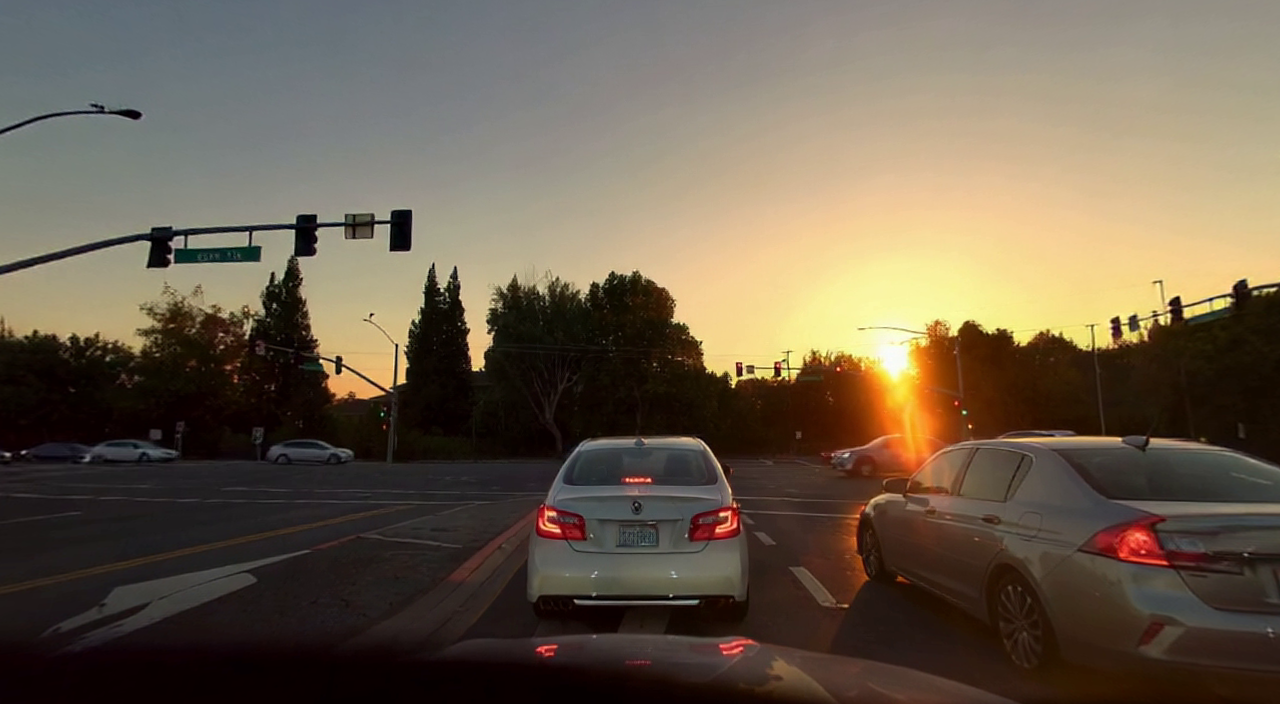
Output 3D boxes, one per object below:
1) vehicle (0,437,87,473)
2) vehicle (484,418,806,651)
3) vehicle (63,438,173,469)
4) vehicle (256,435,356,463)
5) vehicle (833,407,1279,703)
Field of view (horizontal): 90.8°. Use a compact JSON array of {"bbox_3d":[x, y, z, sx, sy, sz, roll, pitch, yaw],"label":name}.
[{"bbox_3d":[-29.955,5.000,30.729,4.517,1.637,1.935,-1,-9,7],"label":"vehicle"},{"bbox_3d":[0.028,1.467,6.146,2.026,1.458,4.175,0,-9,0],"label":"vehicle"},{"bbox_3d":[-28.035,5.443,33.993,4.416,1.597,1.887,-1,-9,6],"label":"vehicle"},{"bbox_3d":[-19.511,5.691,37.077,4.754,1.583,1.954,0,-9,-2],"label":"vehicle"},{"bbox_3d":[3.097,1.300,4.854,1.861,1.479,4.371,0,-9,0],"label":"vehicle"}]
